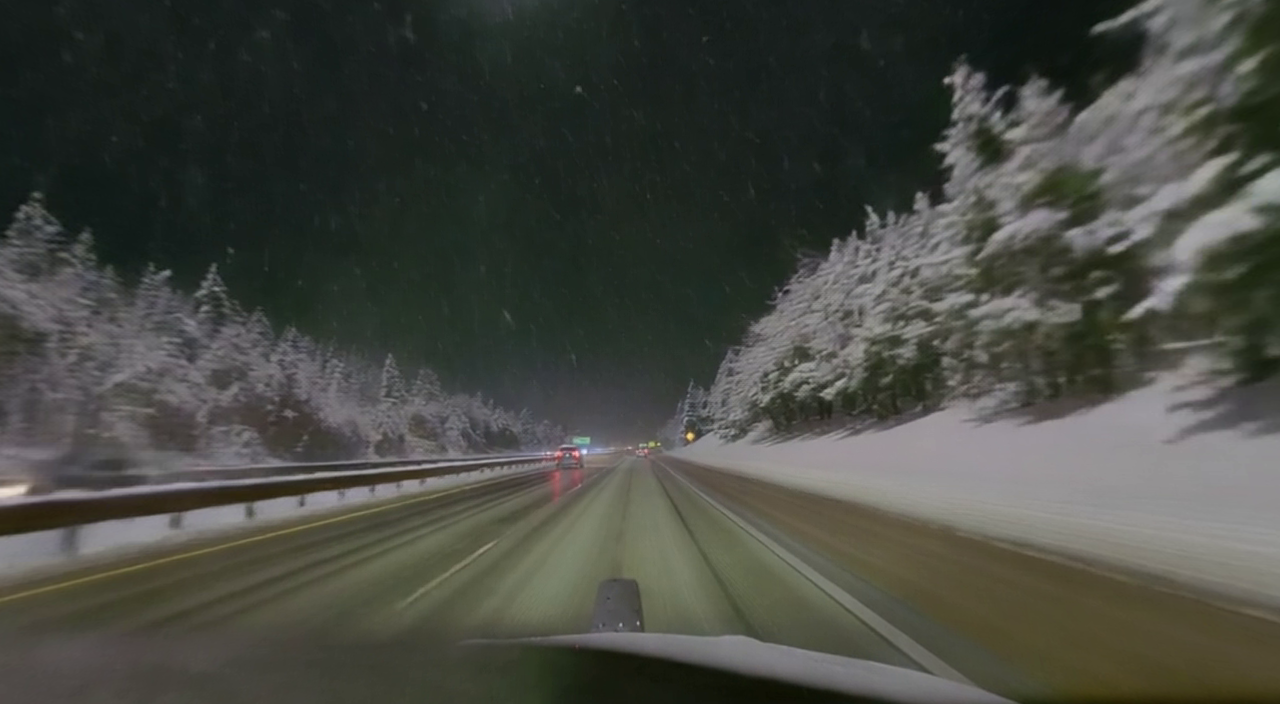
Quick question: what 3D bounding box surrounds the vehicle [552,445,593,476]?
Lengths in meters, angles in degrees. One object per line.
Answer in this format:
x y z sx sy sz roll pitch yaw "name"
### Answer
-3.743 6.128 35.826 1.846 1.600 4.108 0 -9 1 "vehicle"
